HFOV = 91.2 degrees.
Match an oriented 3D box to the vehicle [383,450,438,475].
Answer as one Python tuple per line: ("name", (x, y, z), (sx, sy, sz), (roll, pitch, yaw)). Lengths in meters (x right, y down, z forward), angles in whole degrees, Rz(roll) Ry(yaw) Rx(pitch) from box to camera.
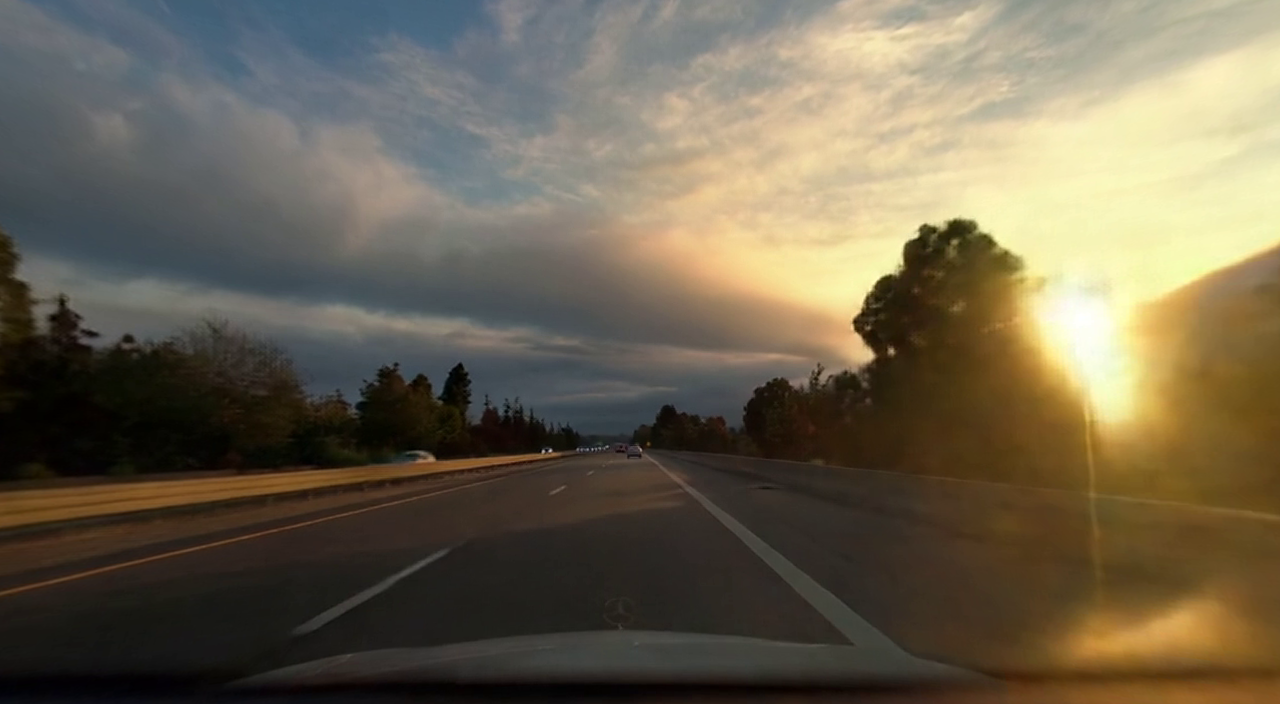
("vehicle", (-14.229, 6.843, 39.038), (1.860, 1.478, 3.862), (-1, -9, 2))
